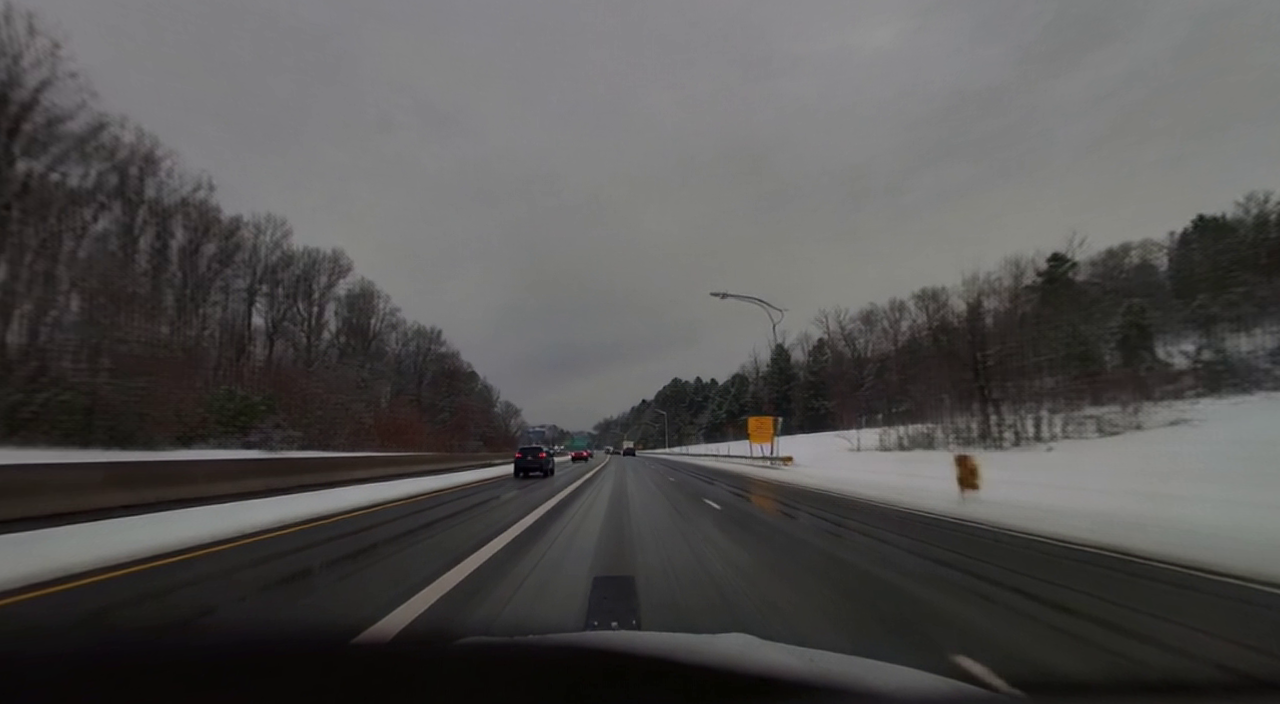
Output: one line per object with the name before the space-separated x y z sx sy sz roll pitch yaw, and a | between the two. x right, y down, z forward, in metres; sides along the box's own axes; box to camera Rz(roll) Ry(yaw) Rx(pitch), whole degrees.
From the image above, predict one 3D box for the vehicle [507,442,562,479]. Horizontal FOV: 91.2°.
vehicle | -5.300 5.500 32.021 2.151 1.693 4.201 0 -9 -1
